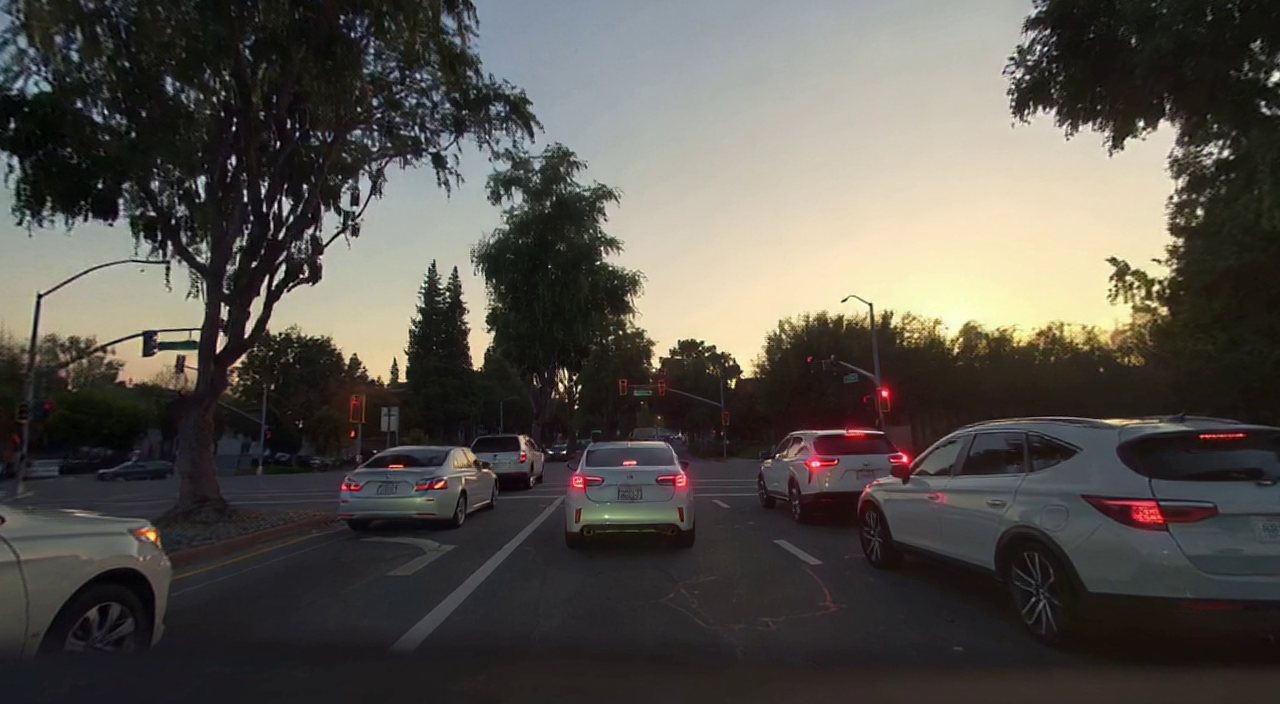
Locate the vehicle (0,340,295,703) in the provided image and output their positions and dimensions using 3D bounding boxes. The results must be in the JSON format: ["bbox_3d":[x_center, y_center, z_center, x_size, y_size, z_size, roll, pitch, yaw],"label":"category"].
[{"bbox_3d":[-3.654,0.836,2.542,2.047,1.764,4.369,0,-8,0],"label":"vehicle"}]

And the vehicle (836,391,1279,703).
[{"bbox_3d":[3.395,1.305,5.411,1.933,1.564,4.600,0,-8,0],"label":"vehicle"}]

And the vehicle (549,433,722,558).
[{"bbox_3d":[-0.071,2.008,9.594,2.061,1.470,3.970,0,-8,0],"label":"vehicle"}]

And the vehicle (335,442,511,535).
[{"bbox_3d":[-3.919,2.503,12.335,1.919,1.459,4.371,0,-8,-1],"label":"vehicle"}]

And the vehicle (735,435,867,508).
[{"bbox_3d":[3.652,2.779,15.246,1.922,1.472,4.440,0,-8,-1],"label":"vehicle"}]
